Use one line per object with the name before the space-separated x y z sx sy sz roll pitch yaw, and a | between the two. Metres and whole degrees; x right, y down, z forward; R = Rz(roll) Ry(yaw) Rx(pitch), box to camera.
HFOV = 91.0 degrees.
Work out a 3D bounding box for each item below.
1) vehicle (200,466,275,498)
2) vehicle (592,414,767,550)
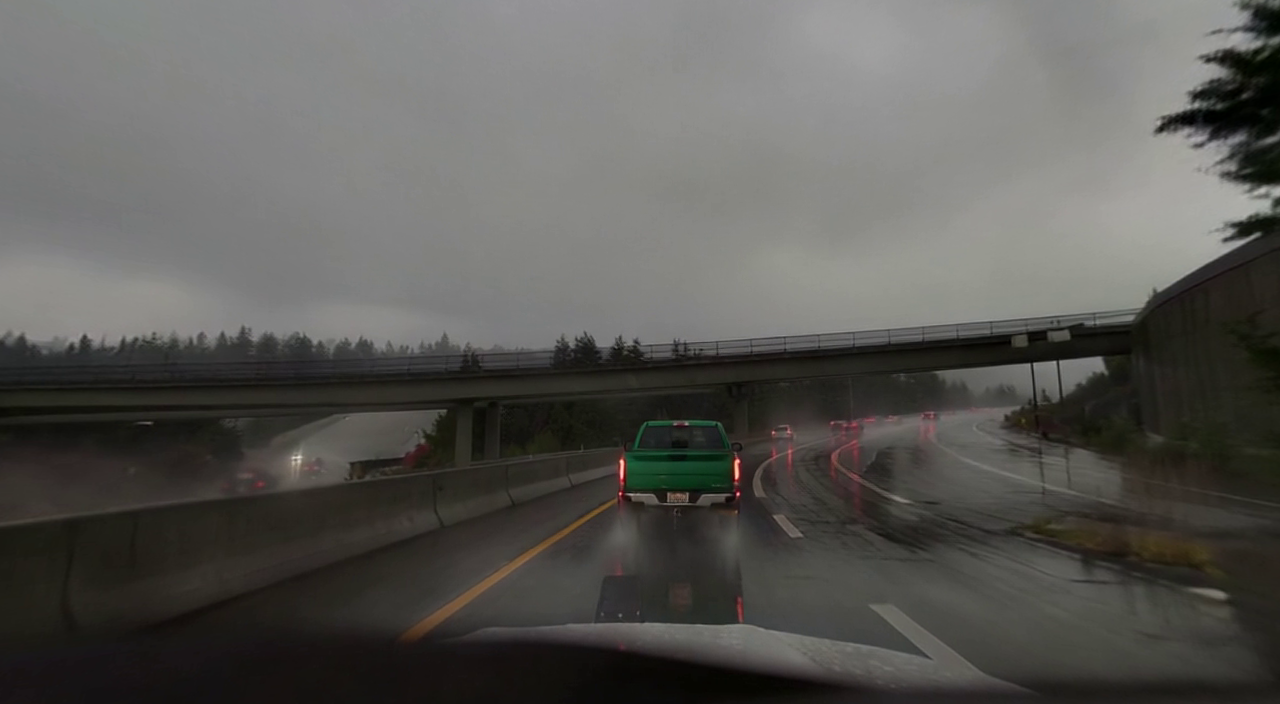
vehicle | -21.970 7.076 34.554 1.965 1.464 4.514 1 -9 -12
vehicle | 0.688 1.993 10.345 2.235 1.716 4.435 -1 -9 5
